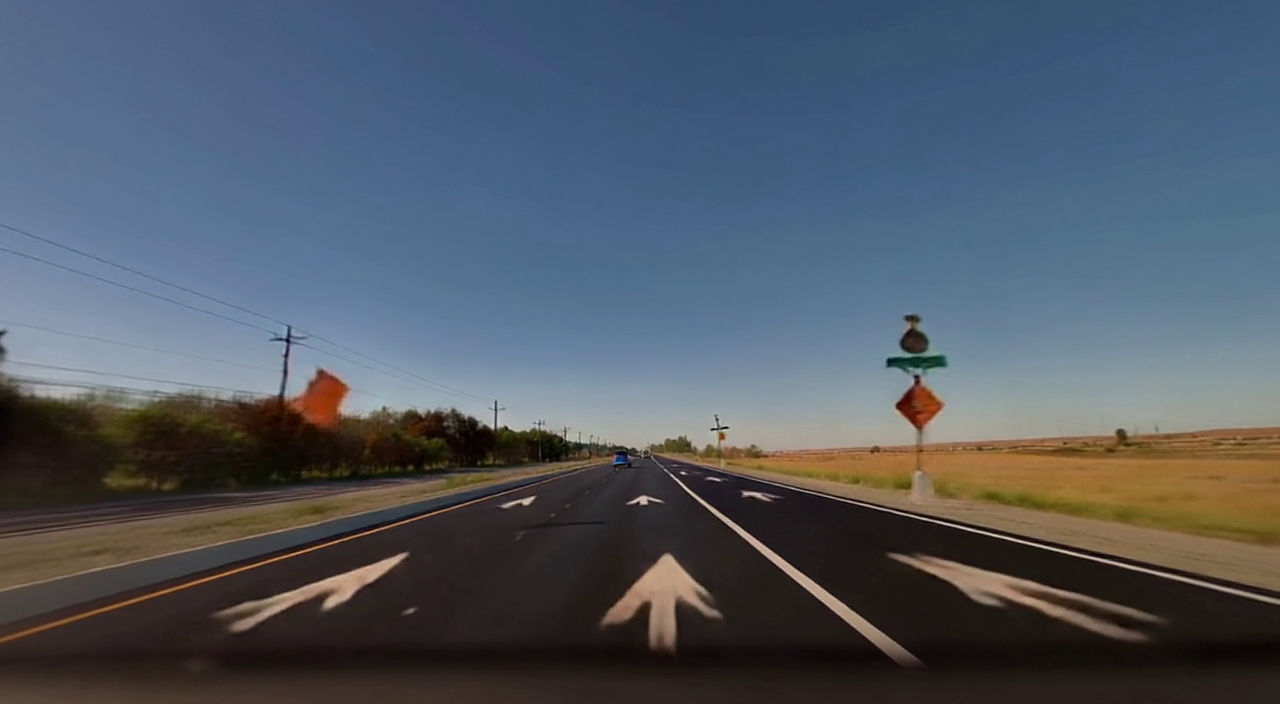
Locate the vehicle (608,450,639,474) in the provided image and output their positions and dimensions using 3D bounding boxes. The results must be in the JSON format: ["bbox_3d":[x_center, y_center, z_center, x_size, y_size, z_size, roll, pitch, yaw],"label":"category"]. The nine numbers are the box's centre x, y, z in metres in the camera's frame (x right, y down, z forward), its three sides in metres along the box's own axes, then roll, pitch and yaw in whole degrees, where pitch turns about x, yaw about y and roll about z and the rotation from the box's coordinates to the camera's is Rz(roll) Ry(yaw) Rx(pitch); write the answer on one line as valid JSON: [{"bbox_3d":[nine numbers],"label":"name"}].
[{"bbox_3d":[-1.143,7.909,45.558,2.053,1.647,4.252,0,-9,2],"label":"vehicle"}]
